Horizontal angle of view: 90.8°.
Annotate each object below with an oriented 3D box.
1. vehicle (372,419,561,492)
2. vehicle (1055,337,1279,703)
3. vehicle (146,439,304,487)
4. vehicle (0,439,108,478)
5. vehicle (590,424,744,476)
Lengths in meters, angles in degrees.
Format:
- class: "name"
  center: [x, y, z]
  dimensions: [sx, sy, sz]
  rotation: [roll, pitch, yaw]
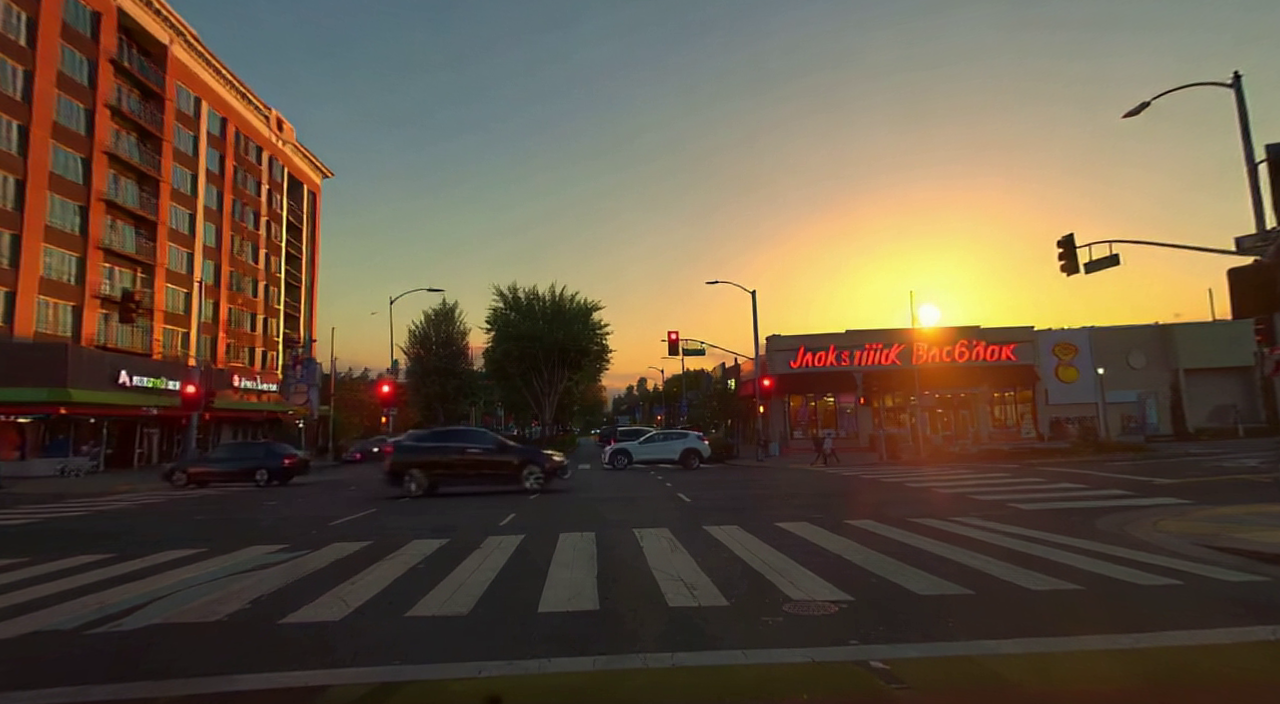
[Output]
- class: "vehicle"
  center: [-4.298, 2.641, 16.333]
  dimensions: [4.446, 1.714, 1.830]
  rotation: [1, -8, -7]
- class: "vehicle"
  center: [3.018, 0.610, 0.878]
  dimensions: [1.866, 1.654, 4.354]
  rotation: [0, -8, 0]
- class: "vehicle"
  center: [-15.473, 4.152, 23.811]
  dimensions: [4.513, 1.682, 1.810]
  rotation: [1, -9, -8]
- class: "vehicle"
  center: [-31.540, 5.603, 33.543]
  dimensions: [2.205, 1.903, 5.877]
  rotation: [1, -9, -9]
- class: "vehicle"
  center: [0.792, 3.117, 20.248]
  dimensions: [4.612, 1.521, 1.811]
  rotation: [1, -9, -9]
